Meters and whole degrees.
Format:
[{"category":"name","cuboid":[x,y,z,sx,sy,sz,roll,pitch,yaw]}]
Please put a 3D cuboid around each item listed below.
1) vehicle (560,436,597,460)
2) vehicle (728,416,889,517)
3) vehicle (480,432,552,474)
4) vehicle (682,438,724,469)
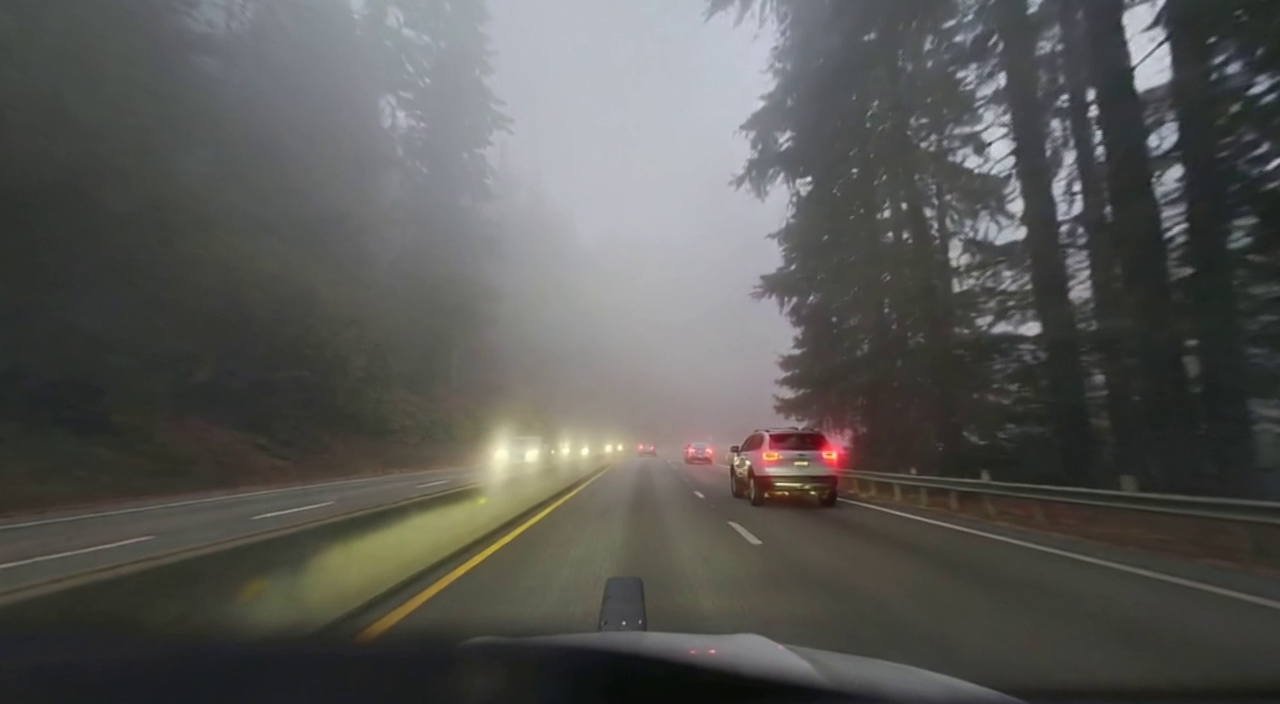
[{"category":"vehicle","cuboid":[-4.437,7.009,46.318,2.054,1.683,4.384,0,-8,3]},{"category":"vehicle","cuboid":[3.529,2.505,14.370,2.270,1.897,4.822,0,-8,-1]},{"category":"vehicle","cuboid":[-5.301,4.386,27.631,2.146,1.707,4.326,0,-8,1]},{"category":"vehicle","cuboid":[3.704,6.064,37.836,2.112,1.708,4.380,0,-8,0]}]
